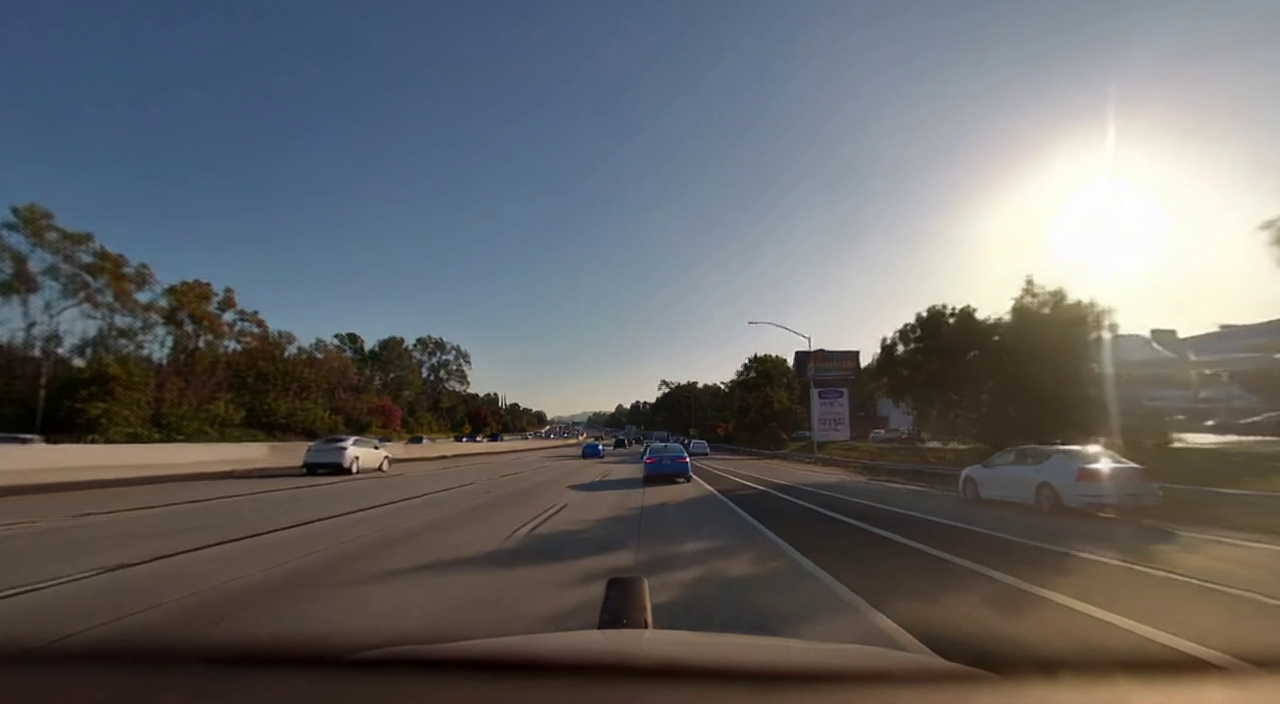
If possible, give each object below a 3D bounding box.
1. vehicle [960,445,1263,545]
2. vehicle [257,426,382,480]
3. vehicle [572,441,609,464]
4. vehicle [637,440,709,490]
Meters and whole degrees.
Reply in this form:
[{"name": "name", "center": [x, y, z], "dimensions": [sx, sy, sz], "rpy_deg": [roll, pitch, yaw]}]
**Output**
[{"name": "vehicle", "center": [8.039, 2.426, 11.462], "dimensions": [2.030, 1.442, 4.358], "rpy_deg": [0, -8, -2]}, {"name": "vehicle", "center": [-10.957, 3.486, 22.001], "dimensions": [1.950, 1.664, 4.403], "rpy_deg": [0, -8, 1]}, {"name": "vehicle", "center": [-3.368, 6.917, 43.734], "dimensions": [2.047, 1.497, 4.208], "rpy_deg": [0, -8, 2]}, {"name": "vehicle", "center": [0.957, 3.619, 20.566], "dimensions": [2.113, 1.464, 4.073], "rpy_deg": [0, -8, 0]}]
